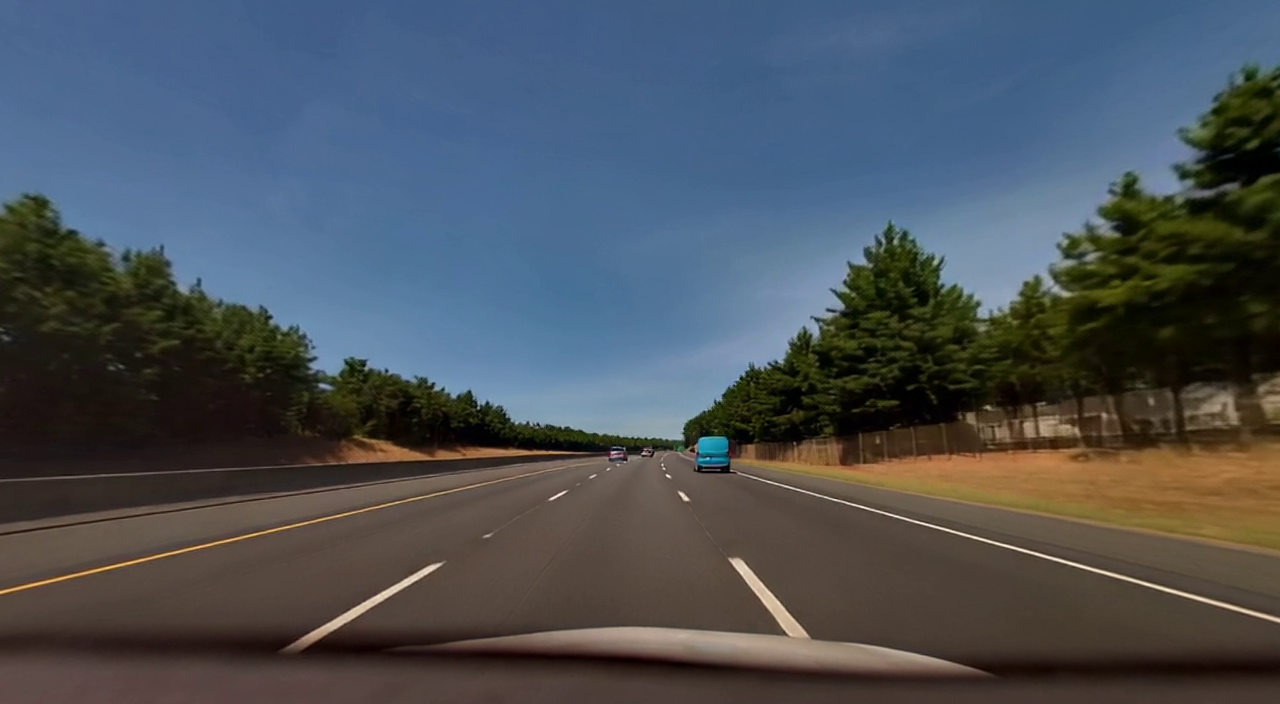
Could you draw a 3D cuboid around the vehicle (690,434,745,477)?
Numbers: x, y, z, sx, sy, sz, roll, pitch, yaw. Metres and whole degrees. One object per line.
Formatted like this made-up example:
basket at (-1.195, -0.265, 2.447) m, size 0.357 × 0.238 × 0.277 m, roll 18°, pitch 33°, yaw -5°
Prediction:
vehicle at (3.869, 5.317, 32.422) m, size 2.219 × 2.033 × 4.911 m, roll 0°, pitch -9°, yaw 1°
